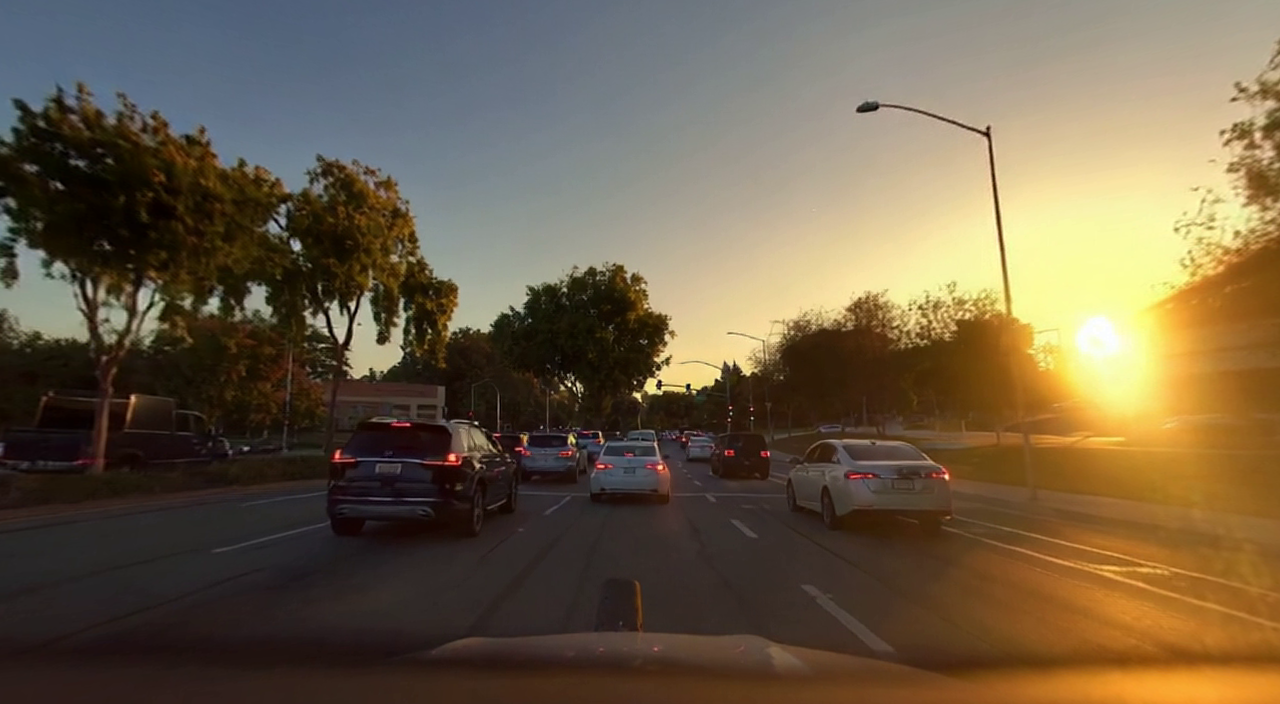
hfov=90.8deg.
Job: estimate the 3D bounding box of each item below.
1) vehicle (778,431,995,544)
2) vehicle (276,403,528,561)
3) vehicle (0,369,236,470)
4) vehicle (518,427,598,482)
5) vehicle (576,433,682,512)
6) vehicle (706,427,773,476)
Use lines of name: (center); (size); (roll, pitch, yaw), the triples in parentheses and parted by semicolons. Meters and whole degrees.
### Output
vehicle: (3.721, 2.099, 10.492); (1.884, 1.463, 4.195); (0, -8, 0)
vehicle: (-3.120, 1.838, 9.769); (2.111, 1.745, 5.274); (0, -8, -3)
vehicle: (-27.835, 3.808, 32.978); (3.181, 4.189, 14.107); (-1, -8, 5)
vehicle: (-2.917, 3.779, 23.607); (2.218, 1.829, 4.492); (-1, -8, 2)
vehicle: (-0.214, 2.636, 14.337); (2.030, 1.477, 4.330); (0, -8, 0)
vehicle: (4.062, 4.162, 26.585); (2.099, 1.845, 4.363); (0, -8, 0)
